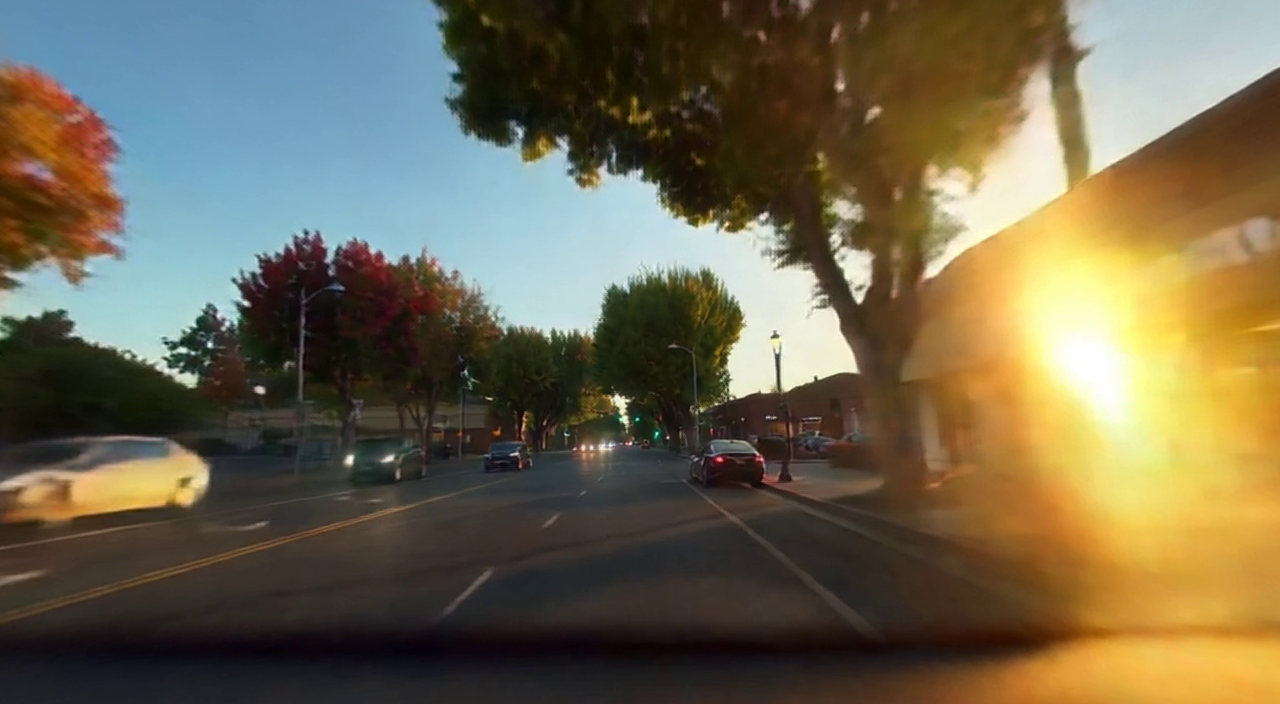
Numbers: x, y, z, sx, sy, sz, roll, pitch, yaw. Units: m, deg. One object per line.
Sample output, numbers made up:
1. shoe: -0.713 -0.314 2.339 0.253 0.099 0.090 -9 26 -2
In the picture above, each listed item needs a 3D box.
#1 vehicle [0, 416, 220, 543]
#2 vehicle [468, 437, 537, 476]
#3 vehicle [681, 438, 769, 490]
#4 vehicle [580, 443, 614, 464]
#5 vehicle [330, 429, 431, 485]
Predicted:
1. vehicle: -10.266 2.153 11.245 2.116 1.817 4.964 0 -8 0
2. vehicle: -6.800 5.233 31.913 2.371 1.800 4.987 0 -8 0
3. vehicle: 2.646 3.620 20.799 2.034 1.491 4.618 0 -8 -3
4. vehicle: -3.044 7.331 45.829 2.122 1.469 4.388 0 -8 1
5. vehicle: -10.356 4.228 25.698 2.088 2.031 4.616 0 -8 1
